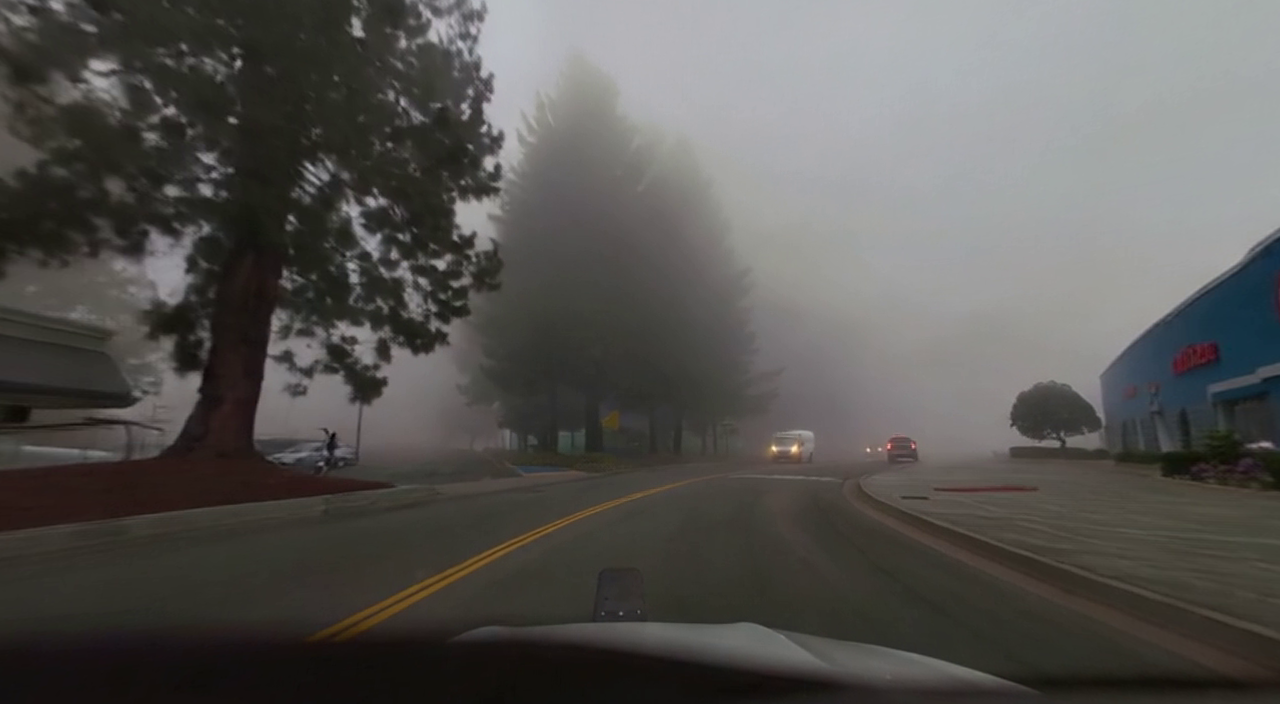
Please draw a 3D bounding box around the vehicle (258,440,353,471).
[{"bbox_3d":[-19.472,6.024,36.933,4.410,1.689,1.974,1,-9,-10],"label":"vehicle"}]

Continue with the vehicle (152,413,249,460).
[{"bbox_3d":[-26.906,5.293,38.983,2.576,2.597,5.438,0,-10,-8],"label":"vehicle"}]
